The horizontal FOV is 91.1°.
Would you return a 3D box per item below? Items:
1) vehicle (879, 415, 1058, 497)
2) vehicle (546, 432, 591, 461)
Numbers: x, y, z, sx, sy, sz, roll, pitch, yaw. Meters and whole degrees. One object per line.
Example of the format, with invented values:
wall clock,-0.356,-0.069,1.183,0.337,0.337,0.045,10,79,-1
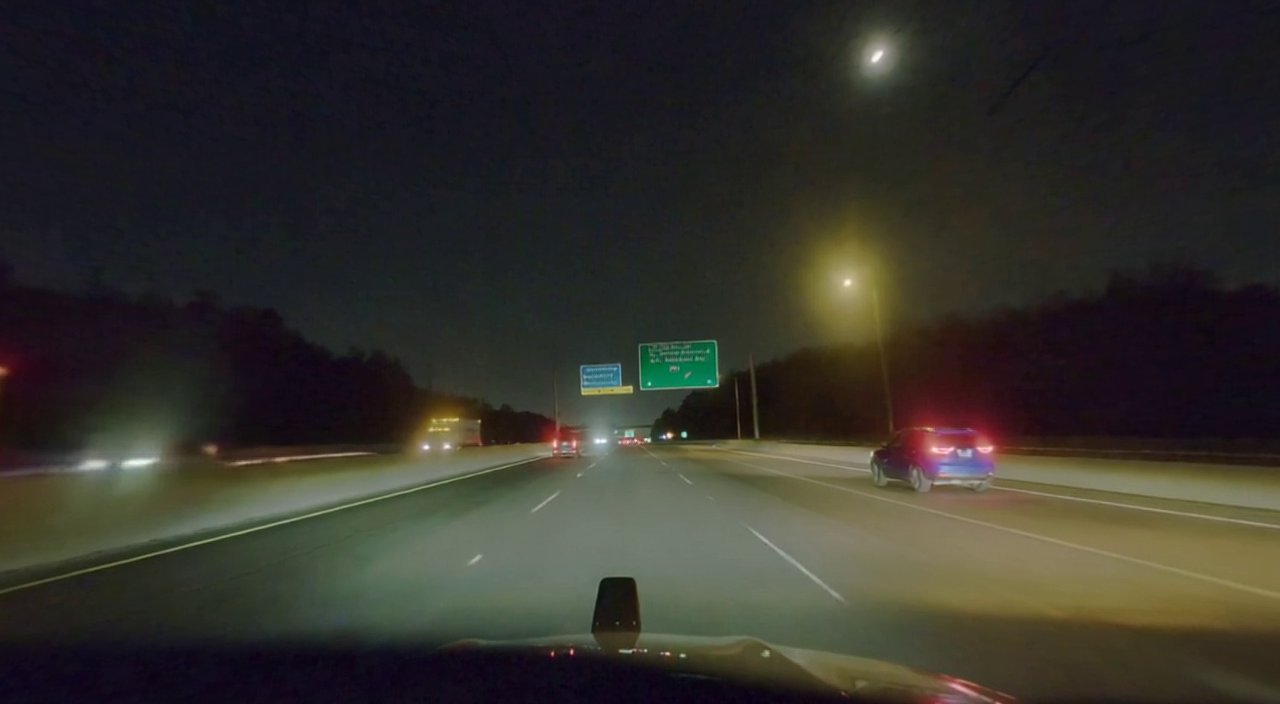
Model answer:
vehicle,7.379,2.351,14.651,1.956,1.634,3.935,0,-8,-1
vehicle,-3.909,5.219,35.002,2.032,1.465,4.316,0,-8,-1
